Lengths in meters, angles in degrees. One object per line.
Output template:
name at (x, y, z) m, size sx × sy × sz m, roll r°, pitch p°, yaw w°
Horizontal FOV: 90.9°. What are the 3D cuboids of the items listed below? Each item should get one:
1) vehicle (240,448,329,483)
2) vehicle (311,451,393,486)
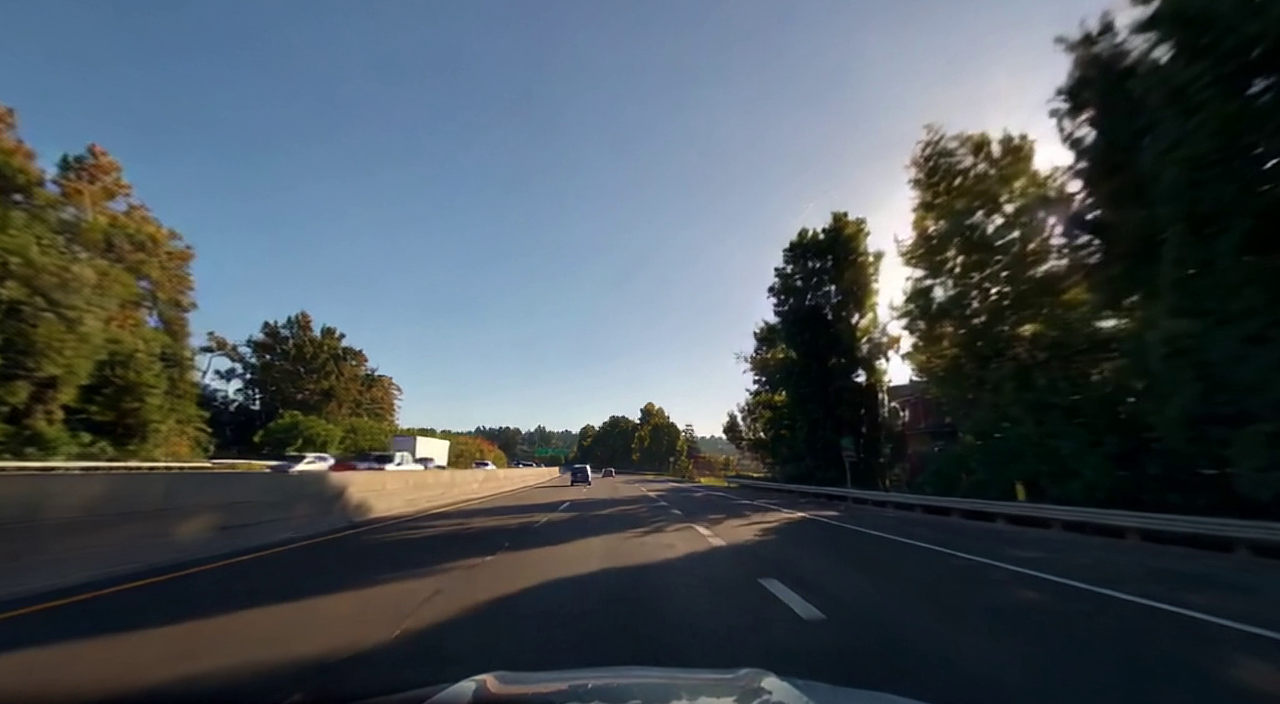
vehicle at (-17.222, 5.553, 30.832) m, size 1.966 × 1.551 × 4.257 m, roll 1°, pitch -10°, yaw -2°
vehicle at (-13.760, 5.625, 30.482) m, size 1.994 × 1.547 × 4.451 m, roll 1°, pitch -11°, yaw -2°
